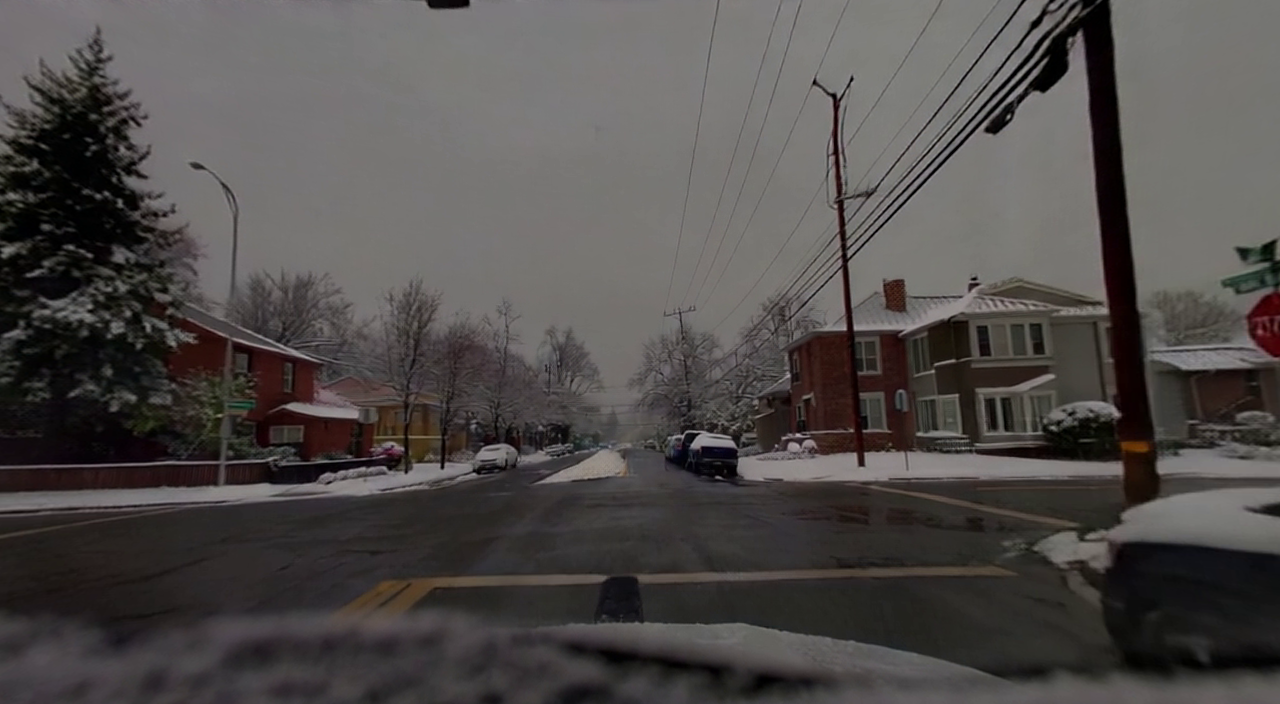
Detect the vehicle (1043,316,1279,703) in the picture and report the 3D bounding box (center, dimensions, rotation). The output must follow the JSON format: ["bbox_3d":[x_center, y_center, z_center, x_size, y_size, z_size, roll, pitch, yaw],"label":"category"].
[{"bbox_3d":[3.170,0.581,1.023,2.035,1.708,4.355,0,-9,-2],"label":"vehicle"}]

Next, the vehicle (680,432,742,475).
[{"bbox_3d":[3.006,4.436,27.814,2.114,1.708,4.474,0,-9,-1],"label":"vehicle"}]

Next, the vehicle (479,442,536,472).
[{"bbox_3d":[-7.145,5.710,34.619,1.957,1.549,4.527,0,-9,2],"label":"vehicle"}]

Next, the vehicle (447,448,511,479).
[{"bbox_3d":[-7.289,5.054,29.035,1.926,1.307,3.909,0,-9,0],"label":"vehicle"}]

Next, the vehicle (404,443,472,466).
[{"bbox_3d":[-13.488,6.863,42.265,3.905,1.480,1.892,0,-9,-1],"label":"vehicle"}]
